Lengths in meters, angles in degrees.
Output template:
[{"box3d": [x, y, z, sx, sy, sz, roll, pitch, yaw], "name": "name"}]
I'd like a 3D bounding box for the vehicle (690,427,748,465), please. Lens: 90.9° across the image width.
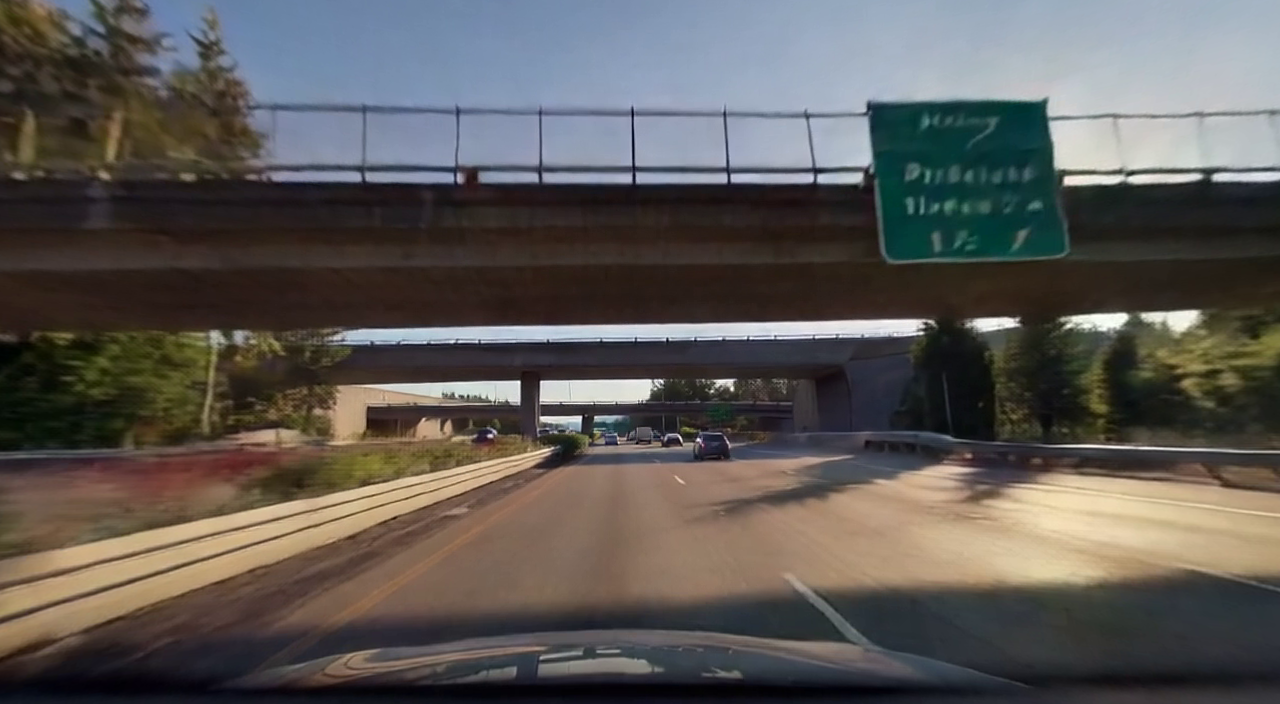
[{"box3d": [3.498, 4.209, 28.556, 1.938, 1.578, 3.764, 0, -8, -3], "name": "vehicle"}]
